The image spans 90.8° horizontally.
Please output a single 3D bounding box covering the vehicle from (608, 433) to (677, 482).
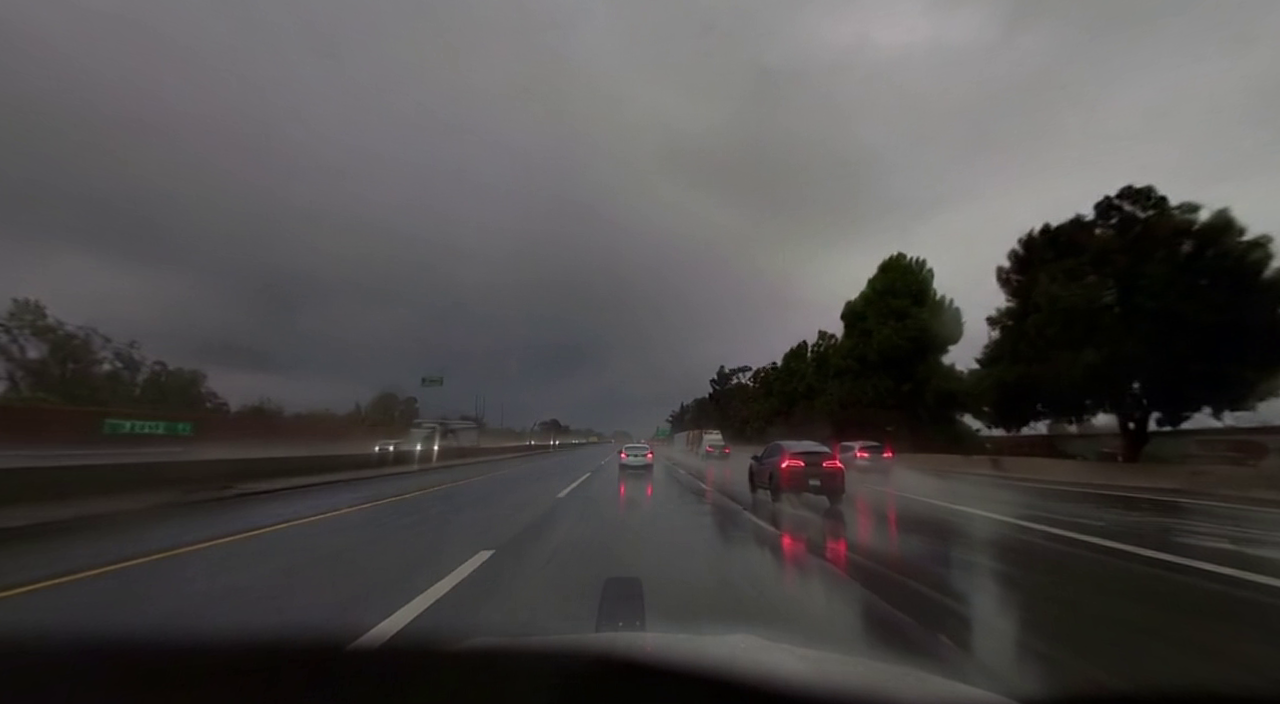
[{"bbox_3d":[0.014,3.509,21.230,2.098,1.475,3.997,0,-8,-2],"label":"vehicle"}]

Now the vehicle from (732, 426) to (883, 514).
[{"bbox_3d":[3.250,2.373,13.190,1.856,1.517,4.198,0,-9,-2],"label":"vehicle"}]

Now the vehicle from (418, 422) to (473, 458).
[{"bbox_3d":[-14.566,6.659,47.626,2.378,2.458,5.830,0,-8,-1],"label":"vehicle"}]

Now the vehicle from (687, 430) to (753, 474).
[{"bbox_3d":[3.223,4.146,26.343,1.997,1.663,4.169,0,-8,-3],"label":"vehicle"}]
